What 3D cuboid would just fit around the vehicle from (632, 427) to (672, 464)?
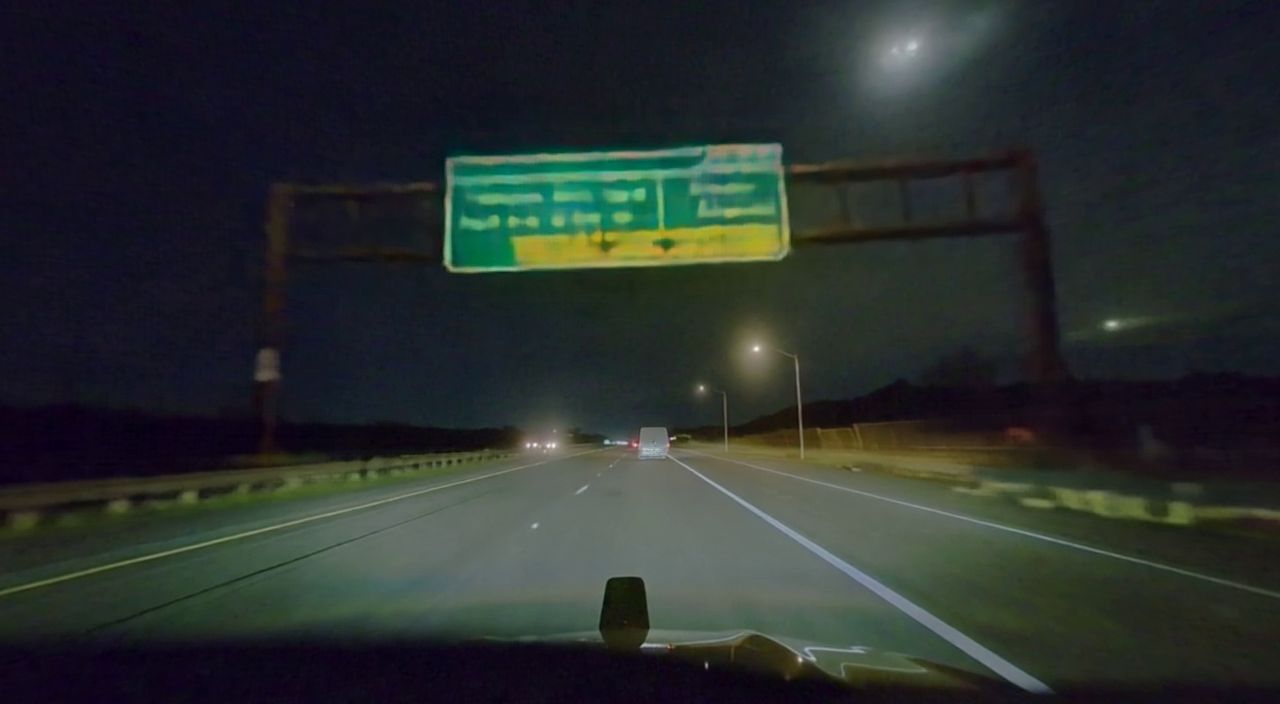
[{"bbox_3d":[0.713,5.788,38.893,2.277,2.109,4.922,0,-8,1],"label":"vehicle"}]
